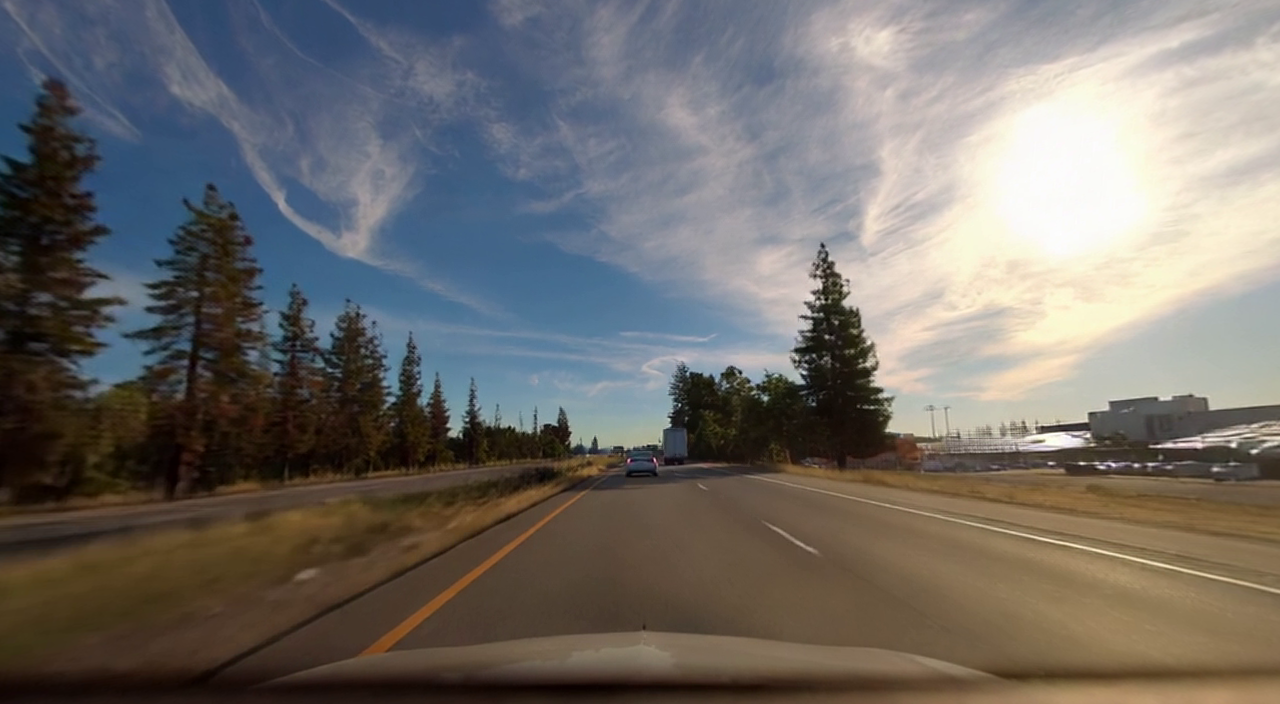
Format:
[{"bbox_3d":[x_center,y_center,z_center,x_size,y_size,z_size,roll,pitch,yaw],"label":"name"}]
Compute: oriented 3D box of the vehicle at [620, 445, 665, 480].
[{"bbox_3d":[0.103,5.296,30.416,2.045,1.527,4.023,0,-9,0],"label":"vehicle"}]
